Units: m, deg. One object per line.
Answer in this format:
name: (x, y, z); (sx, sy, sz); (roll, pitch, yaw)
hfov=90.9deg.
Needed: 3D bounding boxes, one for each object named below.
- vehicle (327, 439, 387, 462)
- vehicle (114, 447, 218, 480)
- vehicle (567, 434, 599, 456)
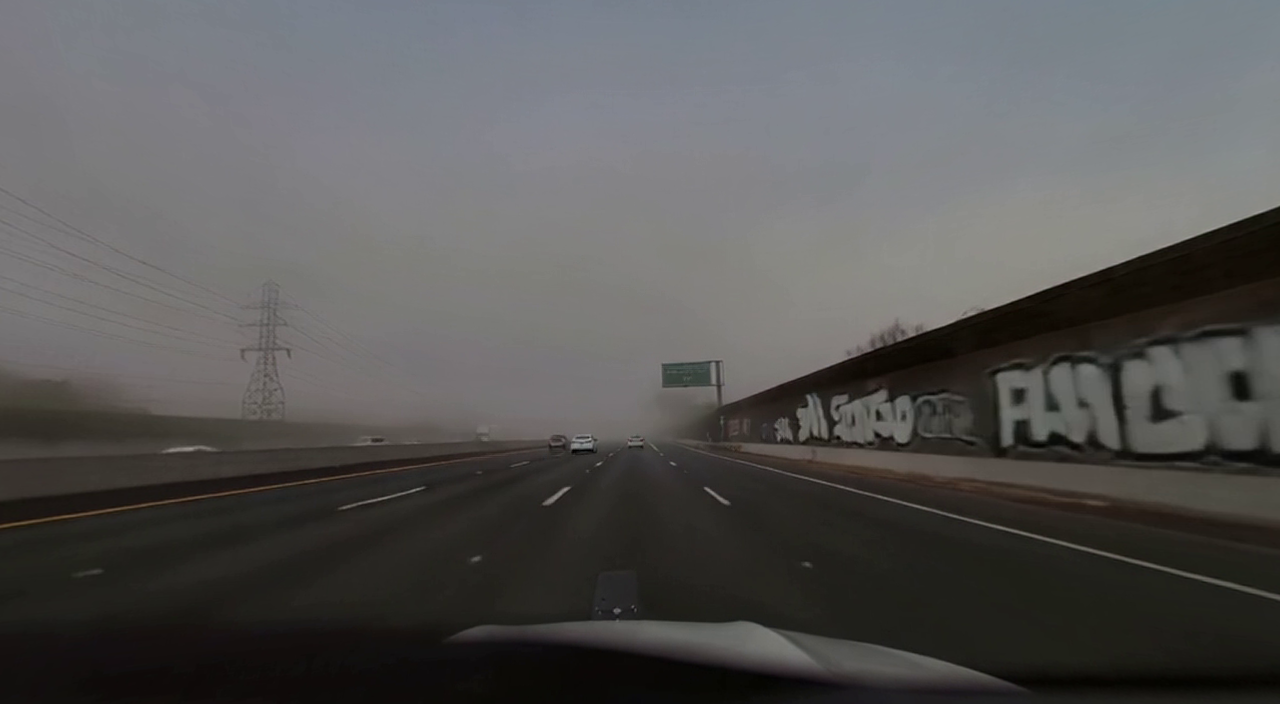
vehicle: (-19.248, 6.694, 43.097); (2.104, 1.480, 4.366); (0, -8, 0)
vehicle: (-23.126, 5.424, 30.988); (1.765, 1.443, 4.311); (0, -8, 0)
vehicle: (-4.354, 7.152, 48.635); (2.118, 1.640, 4.031); (0, -8, 0)
